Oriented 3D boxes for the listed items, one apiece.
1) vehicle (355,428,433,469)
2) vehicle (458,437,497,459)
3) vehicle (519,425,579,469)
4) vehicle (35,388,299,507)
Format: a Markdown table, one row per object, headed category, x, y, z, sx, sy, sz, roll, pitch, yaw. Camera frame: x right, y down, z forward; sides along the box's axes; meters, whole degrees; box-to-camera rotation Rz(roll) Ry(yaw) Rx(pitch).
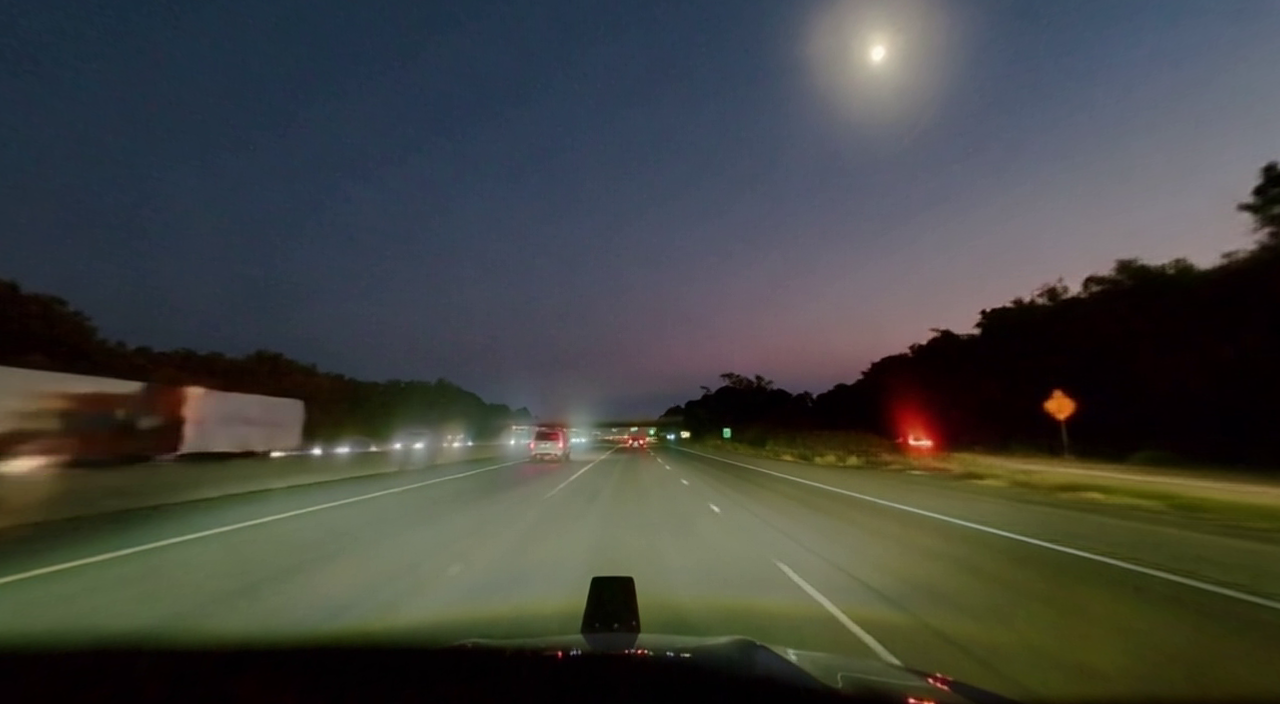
| category | x | y | z | sx | sy | sz | roll | pitch | yaw |
| --- | --- | --- | --- | --- | --- | --- | --- | --- | --- |
| vehicle | -12.558 | 4.952 | 32.516 | 2.176 | 1.901 | 4.882 | 0 | -8 | -2 |
| vehicle | -12.185 | 7.223 | 47.478 | 1.938 | 1.567 | 4.376 | 0 | -8 | -2 |
| vehicle | -4.144 | 4.396 | 29.430 | 2.115 | 1.887 | 4.721 | 0 | -8 | 0 |
| vehicle | -11.647 | 2.427 | 16.310 | 2.420 | 2.524 | 5.654 | 0 | -8 | 0 |
